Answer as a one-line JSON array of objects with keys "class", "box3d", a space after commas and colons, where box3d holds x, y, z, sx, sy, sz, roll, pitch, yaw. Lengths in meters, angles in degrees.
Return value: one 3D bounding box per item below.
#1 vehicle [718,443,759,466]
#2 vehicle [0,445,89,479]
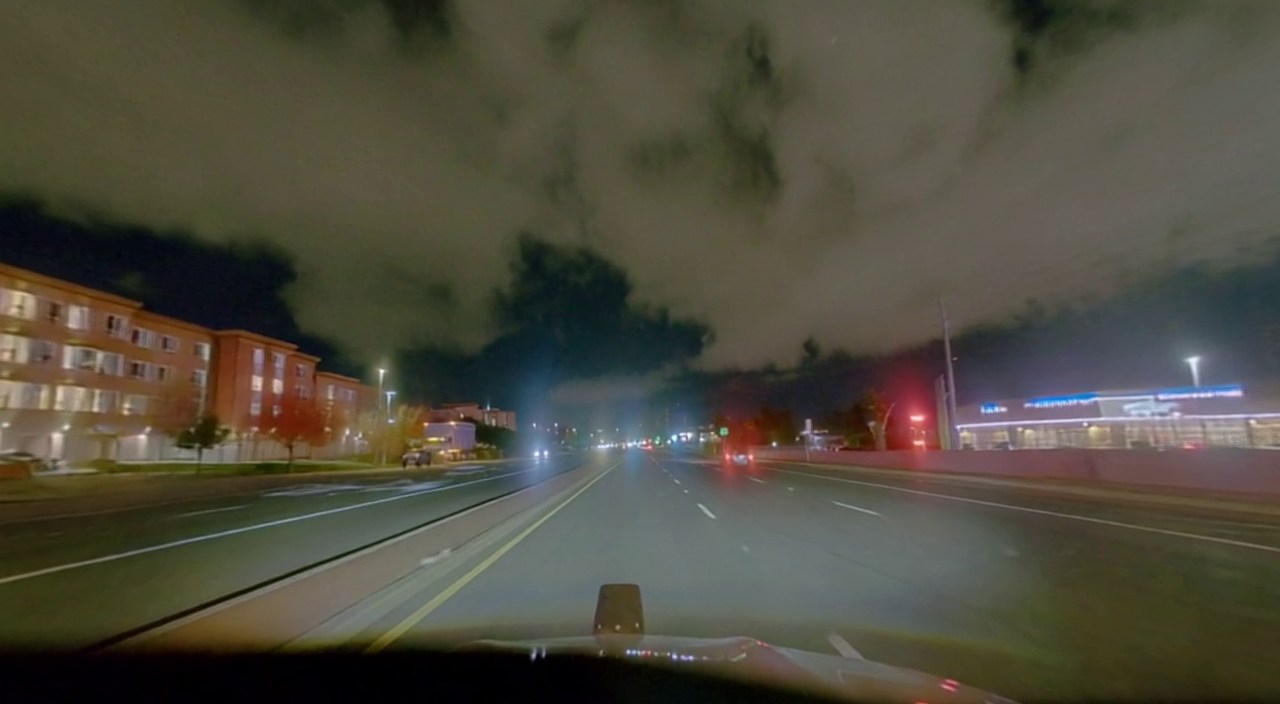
[{"class": "vehicle", "box3d": [6.500, 6.836, 42.129, 1.916, 1.437, 4.327, 0, -9, -2]}, {"class": "vehicle", "box3d": [-34.797, 6.217, 35.989, 1.965, 1.753, 5.154, 0, -9, 2]}]
